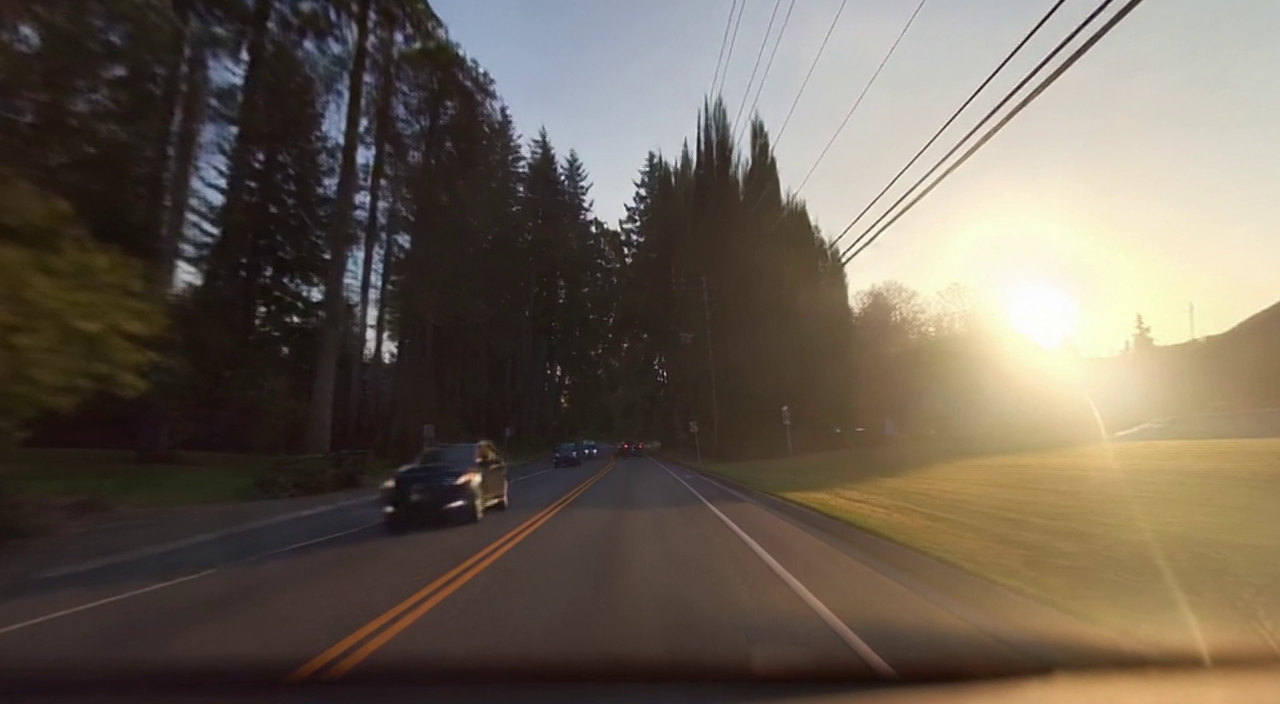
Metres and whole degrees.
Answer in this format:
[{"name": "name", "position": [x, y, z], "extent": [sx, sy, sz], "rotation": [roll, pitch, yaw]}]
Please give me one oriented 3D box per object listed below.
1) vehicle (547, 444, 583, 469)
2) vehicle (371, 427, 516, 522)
[{"name": "vehicle", "position": [-5.288, 7.430, 45.118], "extent": [2.114, 1.712, 4.340], "rotation": [0, -8, -2]}, {"name": "vehicle", "position": [-4.269, 2.715, 14.569], "extent": [1.968, 1.813, 4.409], "rotation": [0, -8, -1]}]
